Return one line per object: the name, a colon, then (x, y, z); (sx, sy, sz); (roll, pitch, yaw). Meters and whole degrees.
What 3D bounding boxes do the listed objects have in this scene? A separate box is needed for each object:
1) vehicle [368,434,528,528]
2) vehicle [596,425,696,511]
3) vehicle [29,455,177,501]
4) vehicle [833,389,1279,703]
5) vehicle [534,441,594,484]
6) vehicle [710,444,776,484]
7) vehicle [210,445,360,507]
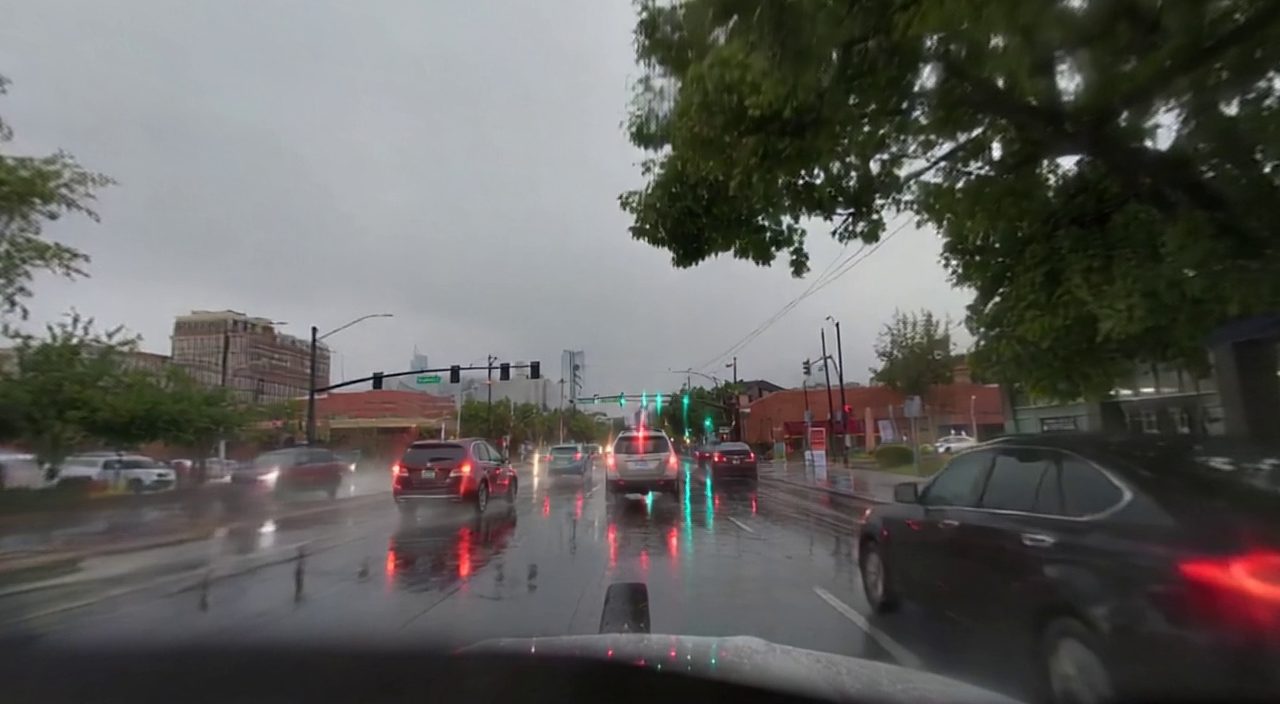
vehicle: (-3.681, 2.536, 13.000); (1.886, 1.599, 4.247); (0, -8, 1)
vehicle: (0.151, 2.712, 15.153); (2.075, 1.770, 4.018); (0, -8, 1)
vehicle: (-24.299, 5.675, 28.882); (1.919, 1.831, 5.335); (0, -8, 2)
vehicle: (2.968, 1.185, 4.115); (2.030, 1.492, 4.383); (0, -8, 0)
vehicle: (-3.078, 4.569, 26.368); (1.894, 1.642, 3.861); (0, -8, 2)
vehicle: (4.080, 4.492, 25.719); (1.986, 1.457, 4.566); (0, -8, 1)
vehicle: (-10.835, 3.780, 19.749); (1.948, 1.691, 4.532); (0, -8, 2)
